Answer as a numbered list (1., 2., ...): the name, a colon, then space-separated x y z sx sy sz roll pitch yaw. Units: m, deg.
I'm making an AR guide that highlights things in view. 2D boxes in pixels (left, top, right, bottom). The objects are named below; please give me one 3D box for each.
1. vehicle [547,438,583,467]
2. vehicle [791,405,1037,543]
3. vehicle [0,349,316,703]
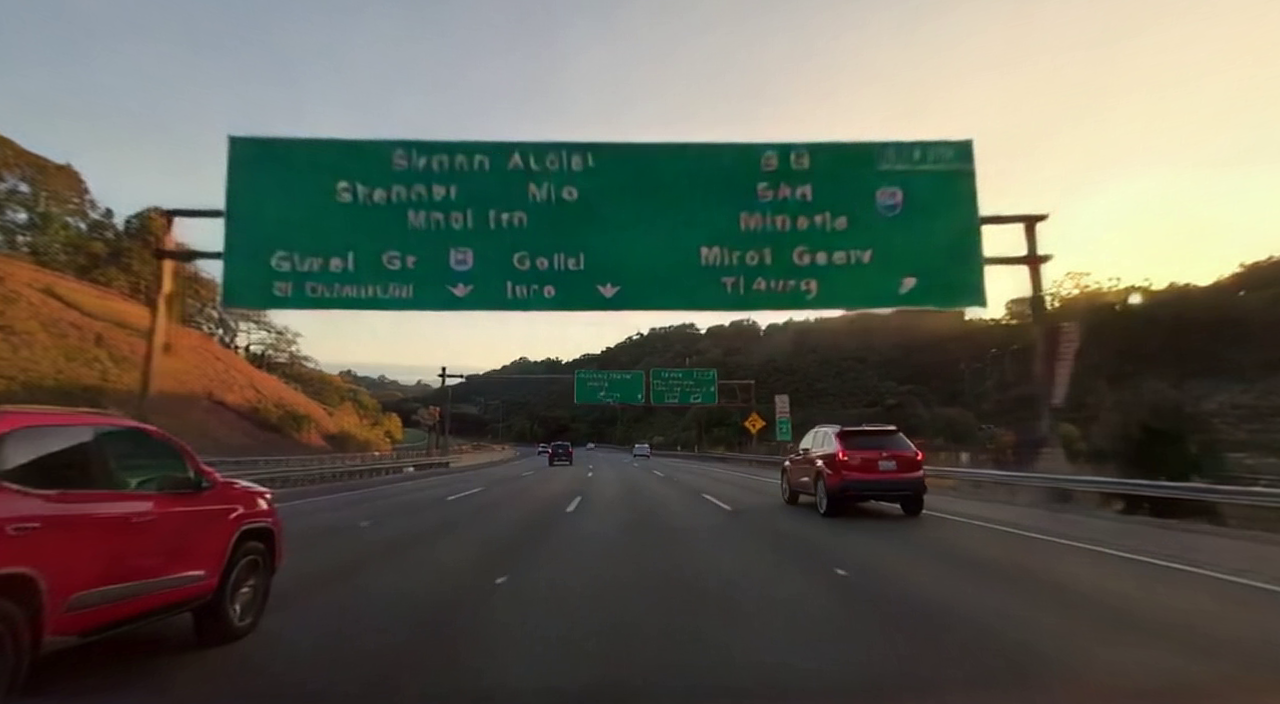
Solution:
1. vehicle: -5.826 7.909 49.721 2.537 2.121 5.251 1 -9 -4
2. vehicle: 4.423 2.074 11.322 2.103 1.903 4.837 0 -9 -1
3. vehicle: -3.738 0.908 2.753 2.213 1.766 4.598 0 -9 0
